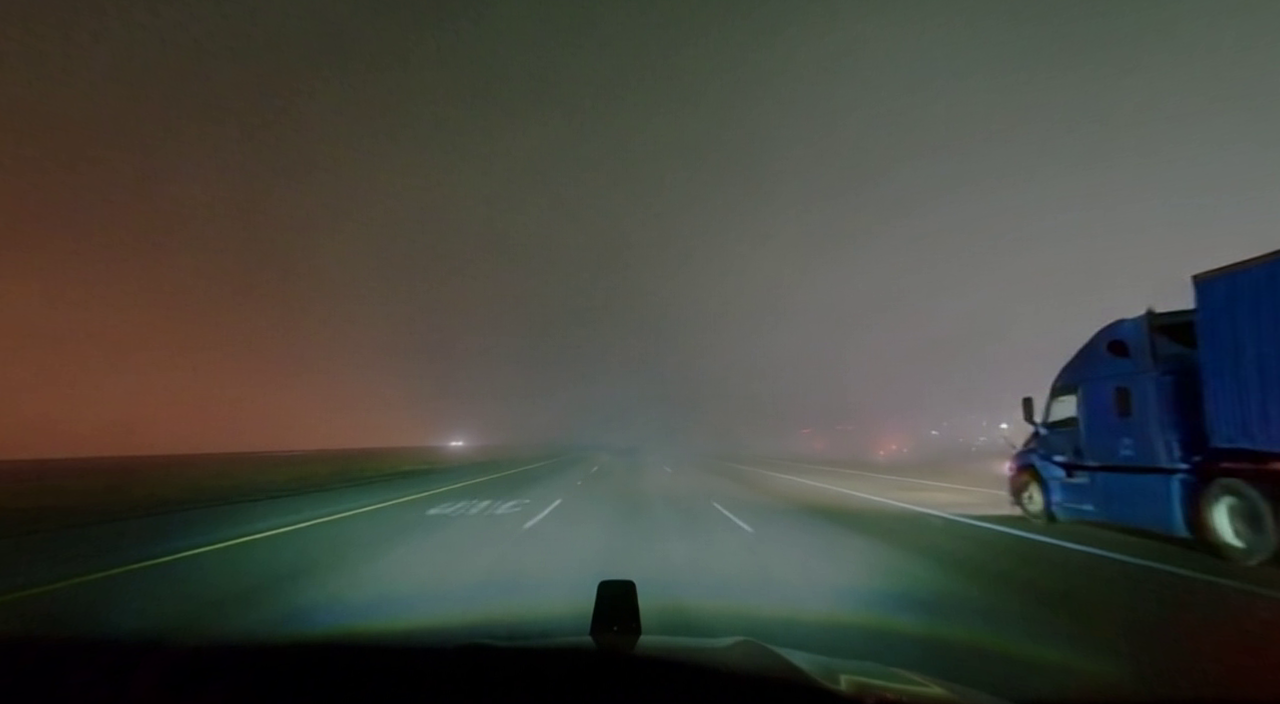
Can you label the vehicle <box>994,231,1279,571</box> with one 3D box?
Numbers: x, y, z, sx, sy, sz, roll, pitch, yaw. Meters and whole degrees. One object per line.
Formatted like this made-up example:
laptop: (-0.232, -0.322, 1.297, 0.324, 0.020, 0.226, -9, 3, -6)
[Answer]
vehicle: (7.089, 0.721, 7.659, 2.593, 3.050, 4.899, 0, -8, -1)
